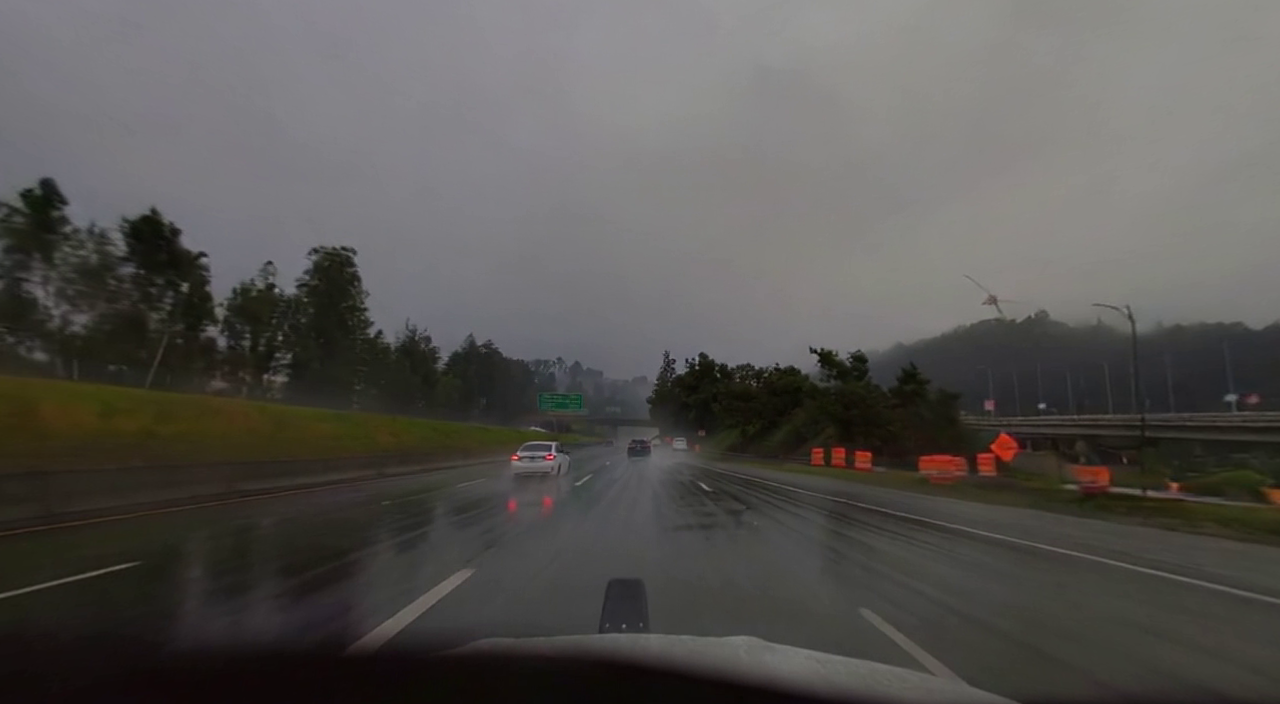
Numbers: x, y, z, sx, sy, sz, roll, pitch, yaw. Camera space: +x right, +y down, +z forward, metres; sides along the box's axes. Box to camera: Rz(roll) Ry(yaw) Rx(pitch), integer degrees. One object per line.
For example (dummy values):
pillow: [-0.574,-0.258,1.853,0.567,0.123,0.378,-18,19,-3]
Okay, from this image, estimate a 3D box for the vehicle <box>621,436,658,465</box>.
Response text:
vehicle: [-0.048,6.519,41.823,2.328,1.805,4.502,0,-8,-1]

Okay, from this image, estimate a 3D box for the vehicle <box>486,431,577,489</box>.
vehicle: [-3.414,3.506,20.840,2.114,1.650,4.730,-1,-8,1]
